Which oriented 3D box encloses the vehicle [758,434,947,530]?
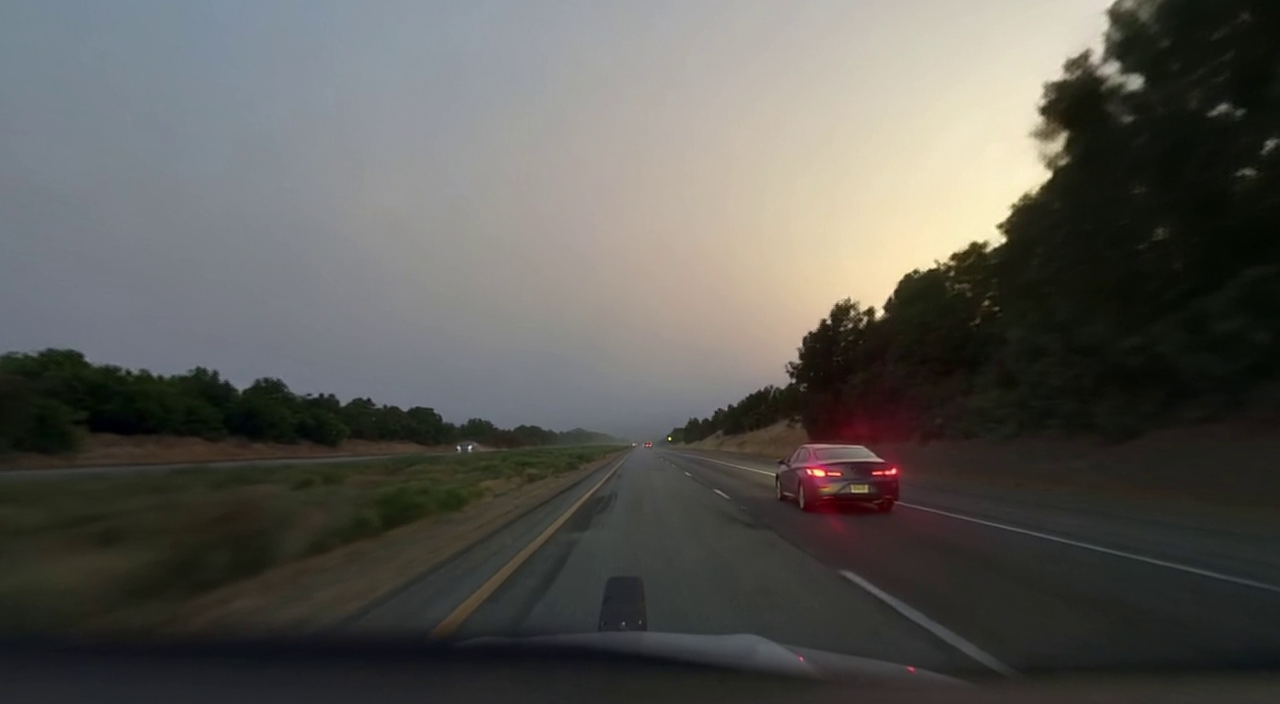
[{"bbox_3d":[3.731,2.361,12.085,2.003,1.466,4.441,0,-9,-1],"label":"vehicle"}]
